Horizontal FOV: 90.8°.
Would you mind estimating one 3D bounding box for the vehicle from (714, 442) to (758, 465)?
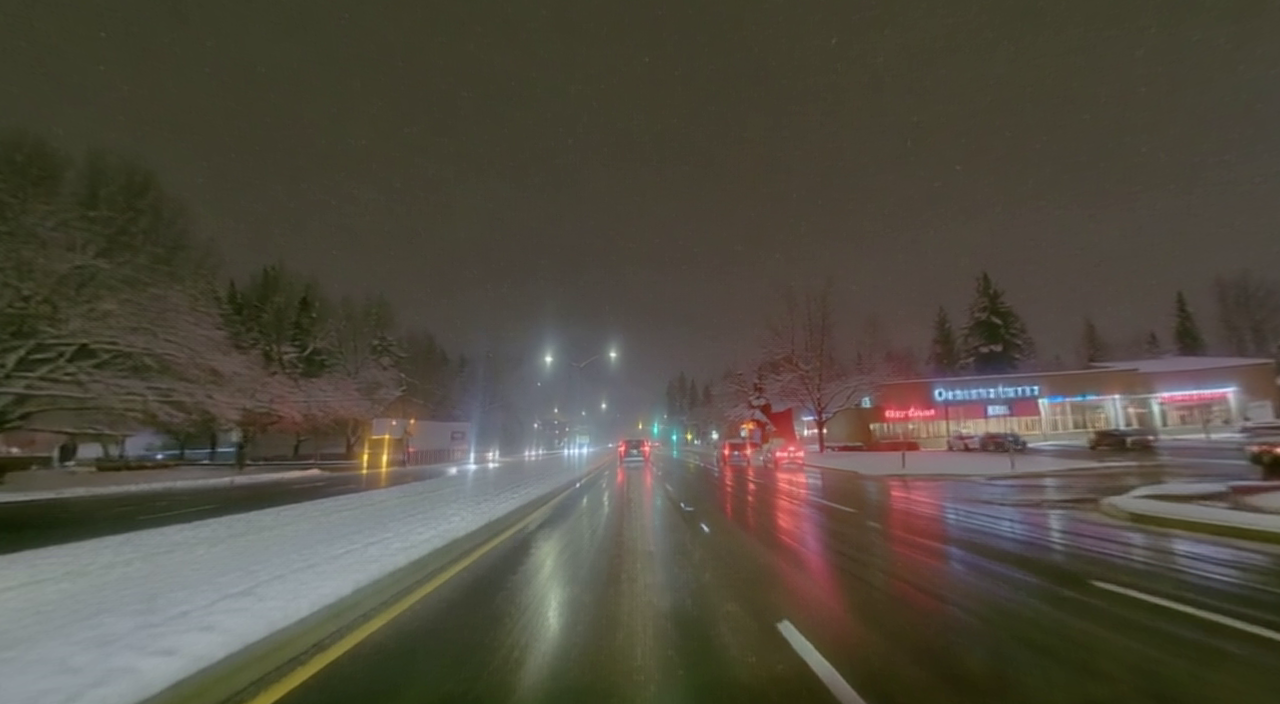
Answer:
[{"bbox_3d":[6.637,7.059,44.089,2.075,1.475,4.571,0,-8,-3],"label":"vehicle"}]

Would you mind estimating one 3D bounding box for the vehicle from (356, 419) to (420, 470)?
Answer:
[{"bbox_3d":[-19.776,7.297,49.853,2.986,3.786,4.453,0,-8,1],"label":"vehicle"}]

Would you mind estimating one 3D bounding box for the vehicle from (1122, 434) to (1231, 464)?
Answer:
[{"bbox_3d":[26.943,4.896,31.964,1.761,1.409,4.353,0,-8,1],"label":"vehicle"}]

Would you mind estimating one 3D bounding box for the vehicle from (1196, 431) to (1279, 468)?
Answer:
[{"bbox_3d":[26.799,4.123,26.888,1.840,1.446,4.820,-1,-8,0],"label":"vehicle"}]

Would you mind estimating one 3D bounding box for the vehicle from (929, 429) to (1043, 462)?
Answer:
[{"bbox_3d":[22.140,6.011,40.596,5.909,1.970,2.365,0,-8,0],"label":"vehicle"}]

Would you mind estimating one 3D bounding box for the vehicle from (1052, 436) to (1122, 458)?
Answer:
[{"bbox_3d":[32.734,6.974,46.454,1.804,1.461,4.611,0,-8,1],"label":"vehicle"}]

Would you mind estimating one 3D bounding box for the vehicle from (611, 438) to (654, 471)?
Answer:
[{"bbox_3d":[-0.461,5.239,32.392,2.072,1.545,4.578,0,-8,-3],"label":"vehicle"}]
